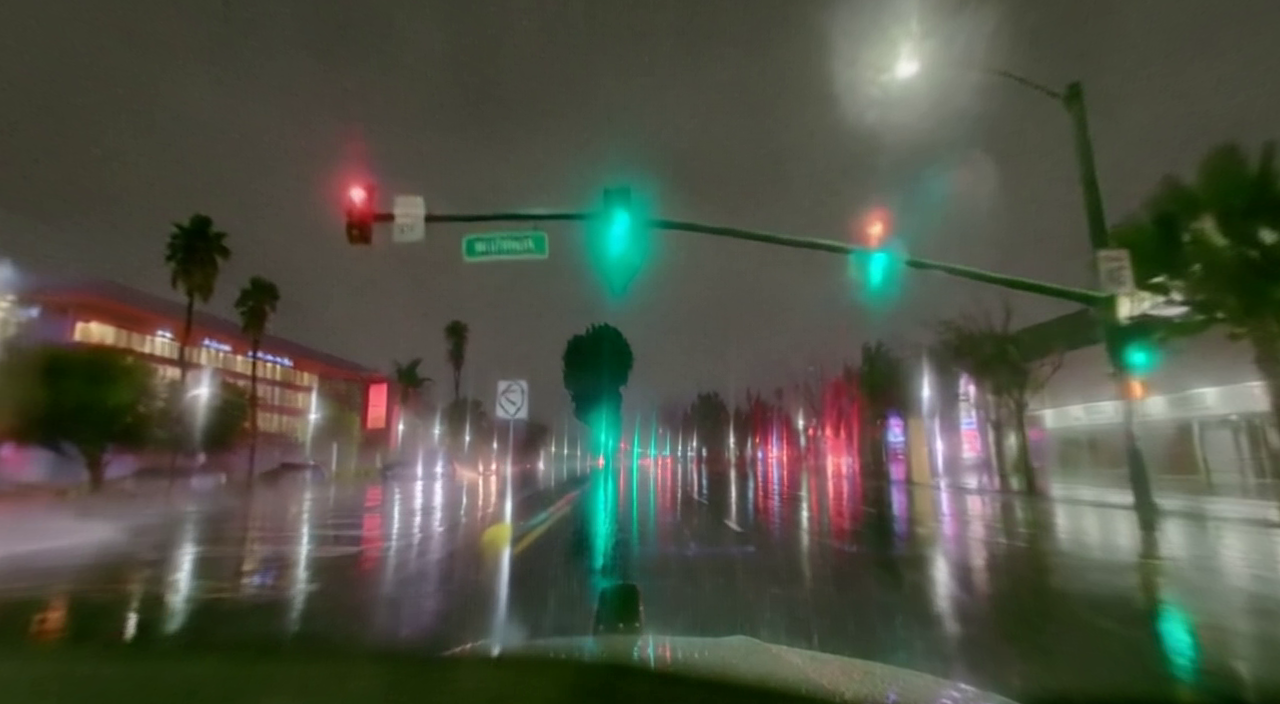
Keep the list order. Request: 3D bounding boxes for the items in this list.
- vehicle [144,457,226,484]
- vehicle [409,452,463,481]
[{"bbox_3d":[-32.246,8.399,44.848,4.245,1.642,2.013,-2,-9,-3],"label":"vehicle"},{"bbox_3d":[-13.022,7.310,40.606,1.923,1.641,4.551,0,-8,0],"label":"vehicle"}]
